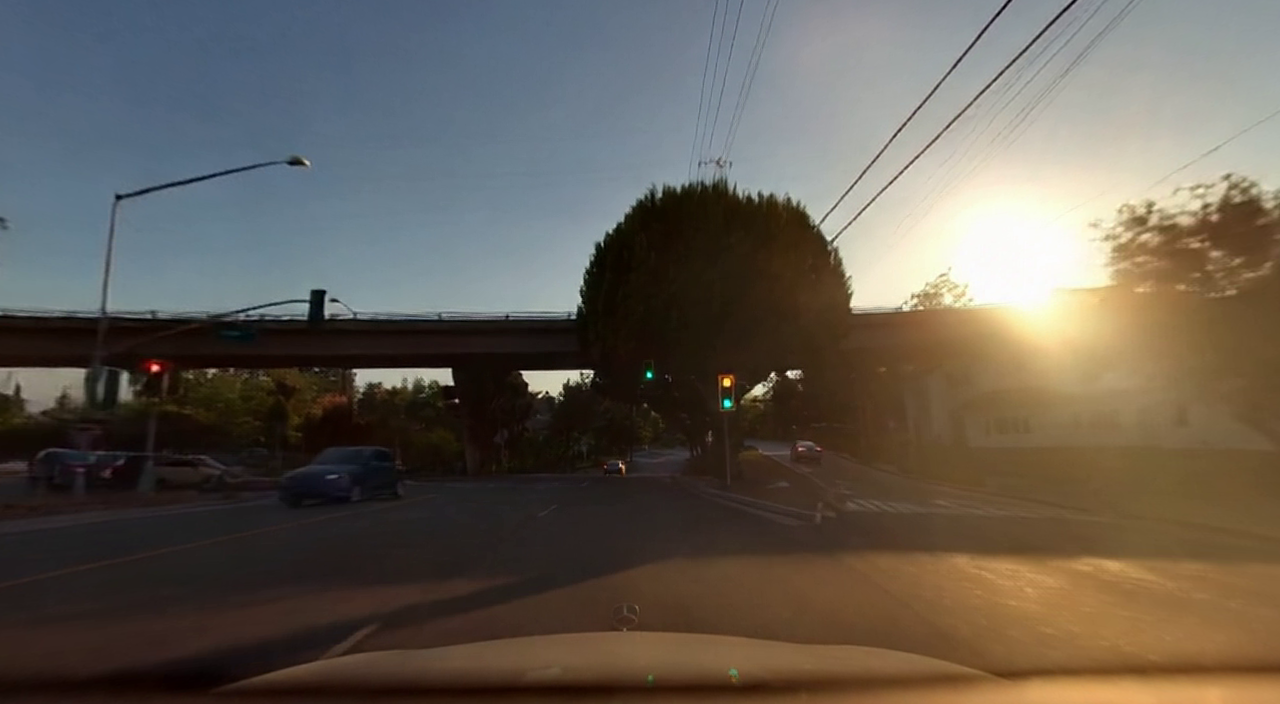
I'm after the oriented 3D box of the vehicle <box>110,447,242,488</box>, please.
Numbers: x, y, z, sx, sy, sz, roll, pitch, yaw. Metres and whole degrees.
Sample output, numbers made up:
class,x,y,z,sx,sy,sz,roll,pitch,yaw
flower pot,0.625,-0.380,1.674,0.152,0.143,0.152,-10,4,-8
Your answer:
class,x,y,z,sx,sy,sz,roll,pitch,yaw
vehicle,-19.494,4.833,26.717,3.877,1.623,2.049,1,-9,-8

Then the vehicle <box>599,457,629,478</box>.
class,x,y,z,sx,sy,sz,roll,pitch,yaw
vehicle,-1.986,9.055,49.680,1.997,1.542,4.202,-1,-8,3

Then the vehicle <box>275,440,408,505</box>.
class,x,y,z,sx,sy,sz,roll,pitch,yaw
vehicle,-8.484,3.433,18.429,1.886,1.654,4.037,0,-8,0

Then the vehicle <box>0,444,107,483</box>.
class,x,y,z,sx,sy,sz,roll,pitch,yaw
vehicle,-28.486,5.326,30.505,4.598,1.765,1.955,-3,-9,19
